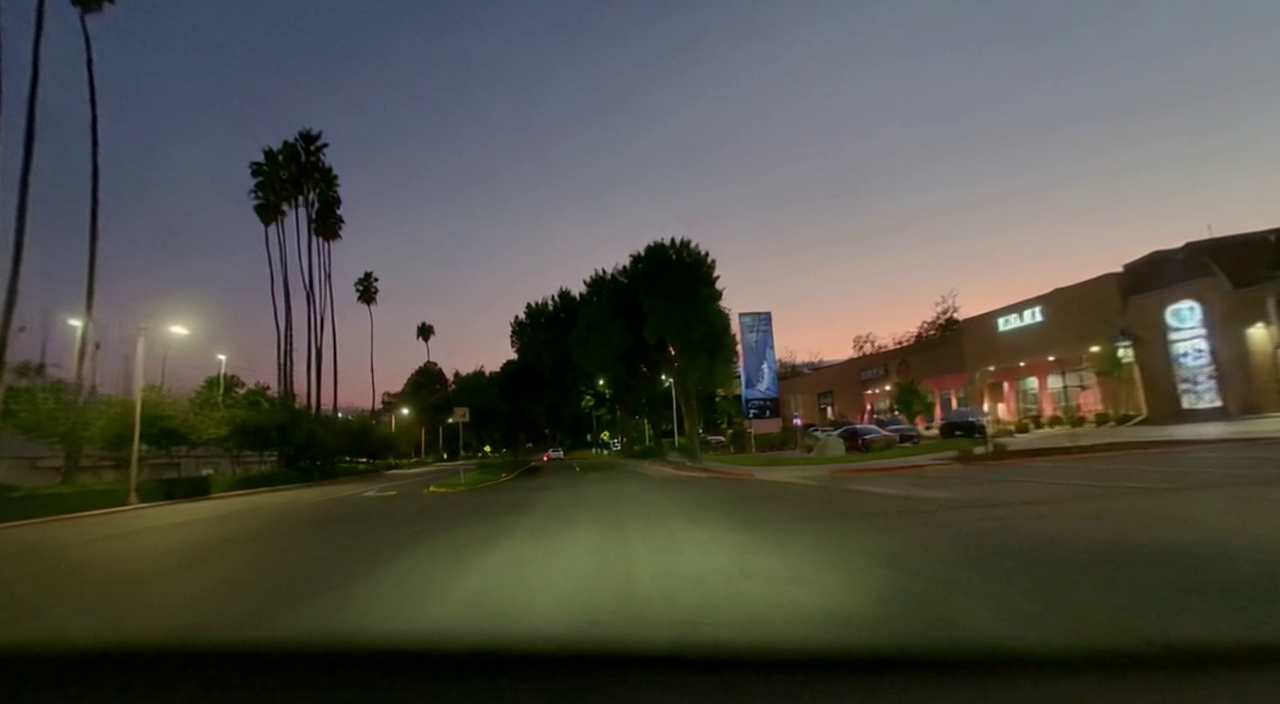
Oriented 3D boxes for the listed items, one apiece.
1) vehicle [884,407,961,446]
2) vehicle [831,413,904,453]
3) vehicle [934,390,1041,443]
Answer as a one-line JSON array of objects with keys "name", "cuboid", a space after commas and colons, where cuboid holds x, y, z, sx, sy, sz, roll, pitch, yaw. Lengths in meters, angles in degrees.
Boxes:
[{"name": "vehicle", "cuboid": [13.214, 3.586, 29.667, 2.065, 1.687, 4.584, -1, -8, 8]}, {"name": "vehicle", "cuboid": [10.630, 3.876, 29.741, 2.196, 1.715, 4.918, -1, -8, 8]}, {"name": "vehicle", "cuboid": [16.081, 3.108, 29.463, 2.237, 1.962, 5.424, -9, -9, 6]}]
